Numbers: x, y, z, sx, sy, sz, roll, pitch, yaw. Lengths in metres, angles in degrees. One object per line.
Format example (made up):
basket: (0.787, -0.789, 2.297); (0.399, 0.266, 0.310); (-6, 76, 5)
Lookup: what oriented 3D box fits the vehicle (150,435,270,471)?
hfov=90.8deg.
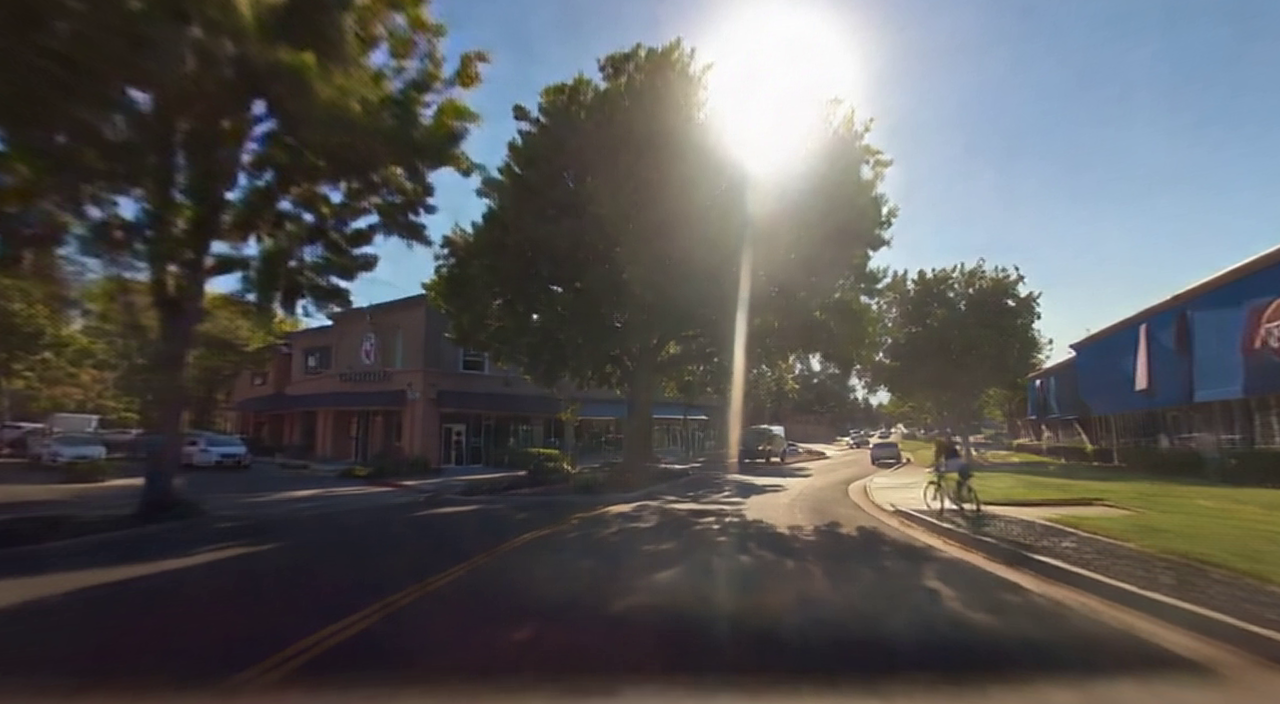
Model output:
vehicle: (-21.261, 4.989, 31.465); (4.410, 1.689, 1.974); (2, -9, -13)

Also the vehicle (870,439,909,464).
vehicle: (18.787, 7.475, 47.805); (2.292, 1.767, 5.128); (-3, -9, 17)

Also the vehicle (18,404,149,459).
vehicle: (-28.786, 4.252, 33.033); (2.576, 2.597, 5.438); (1, -9, -12)

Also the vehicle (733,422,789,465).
vehicle: (8.802, 6.559, 45.373); (2.674, 2.815, 6.582); (-4, -9, 21)
